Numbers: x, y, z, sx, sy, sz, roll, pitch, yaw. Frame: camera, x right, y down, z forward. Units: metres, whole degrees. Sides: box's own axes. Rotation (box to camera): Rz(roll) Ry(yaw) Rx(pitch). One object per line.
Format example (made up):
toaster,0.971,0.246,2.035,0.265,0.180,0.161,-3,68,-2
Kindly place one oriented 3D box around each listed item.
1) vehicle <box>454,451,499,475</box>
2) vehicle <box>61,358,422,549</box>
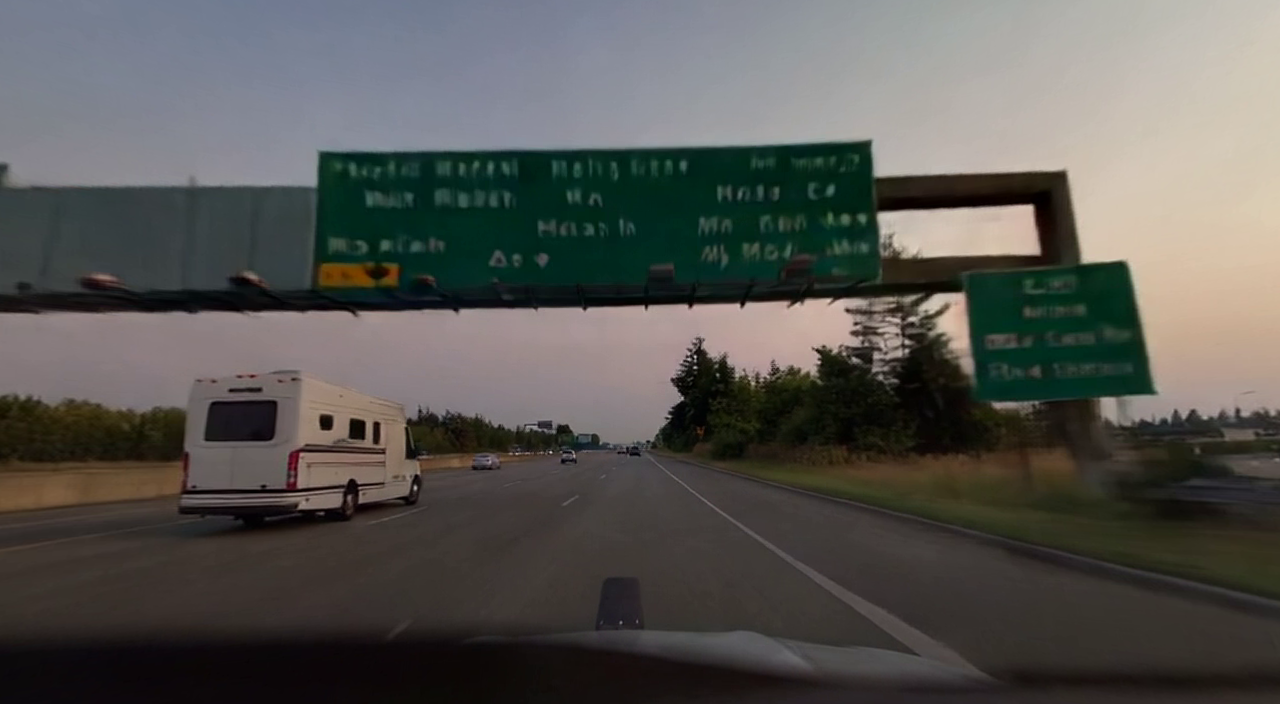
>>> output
vehicle,-11.402,7.759,44.255,1.981,1.503,4.207,0,-9,0
vehicle,-7.410,2.105,13.471,2.747,2.934,7.411,0,-9,1
